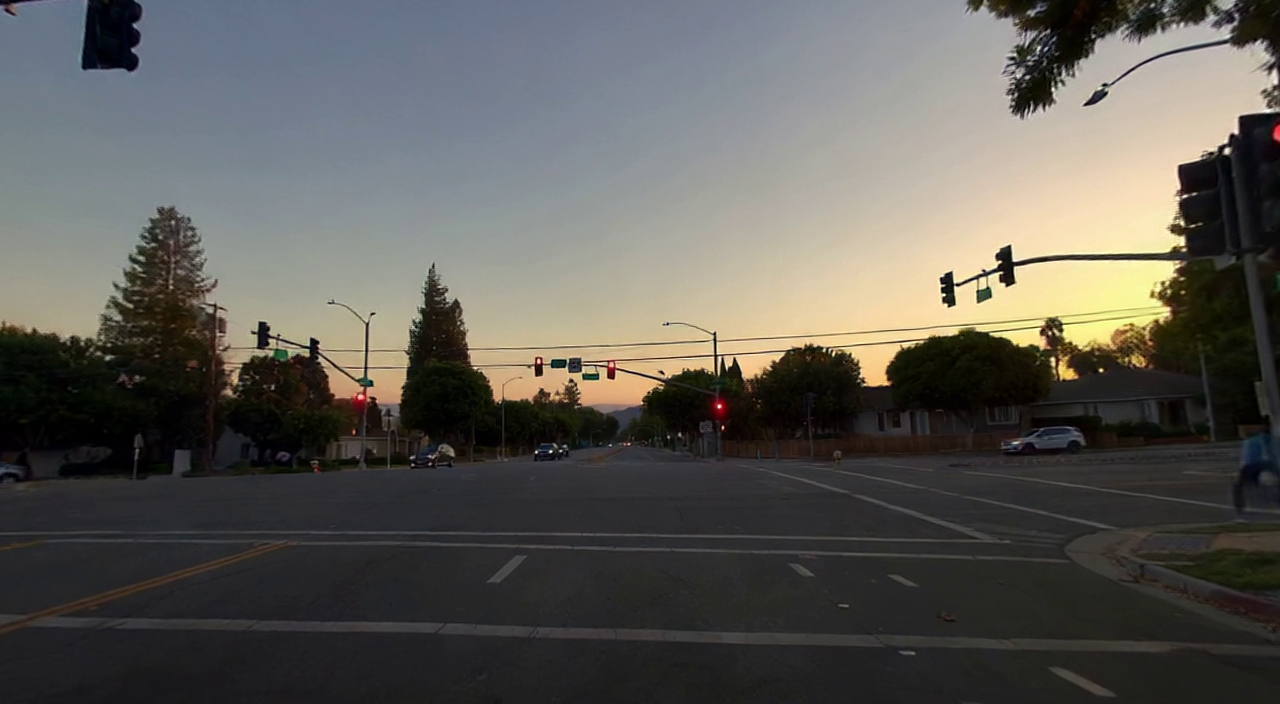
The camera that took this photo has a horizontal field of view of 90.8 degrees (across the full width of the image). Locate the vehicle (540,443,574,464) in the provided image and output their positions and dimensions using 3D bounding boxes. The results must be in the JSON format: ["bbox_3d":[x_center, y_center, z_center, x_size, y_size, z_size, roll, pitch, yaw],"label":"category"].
[{"bbox_3d":[-6.131,7.521,47.051,1.936,1.444,4.168,0,-8,0],"label":"vehicle"}]
